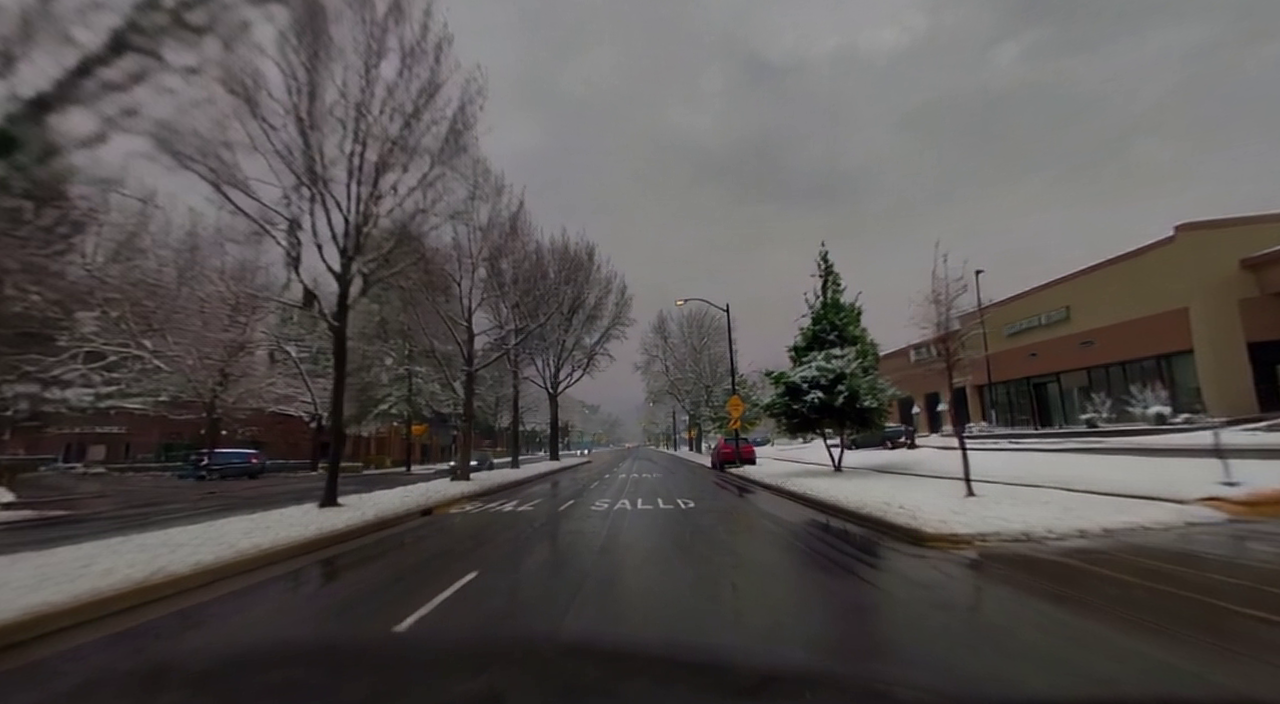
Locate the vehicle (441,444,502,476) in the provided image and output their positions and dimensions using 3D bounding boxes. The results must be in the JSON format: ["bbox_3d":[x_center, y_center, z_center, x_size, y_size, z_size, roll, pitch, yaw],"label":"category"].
[{"bbox_3d":[-10.399,6.653,39.169,2.196,1.829,5.389,0,-8,1],"label":"vehicle"}]

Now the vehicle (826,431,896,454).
[{"bbox_3d":[16.561,6.813,47.257,4.474,1.698,2.088,0,-8,1],"label":"vehicle"}]

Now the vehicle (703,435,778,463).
[{"bbox_3d":[7.522,7.309,47.428,5.336,2.006,2.022,0,-8,0],"label":"vehicle"}]

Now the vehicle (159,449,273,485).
[{"bbox_3d":[-25.038,6.784,37.214,5.144,1.980,2.262,-1,-9,4],"label":"vehicle"}]
